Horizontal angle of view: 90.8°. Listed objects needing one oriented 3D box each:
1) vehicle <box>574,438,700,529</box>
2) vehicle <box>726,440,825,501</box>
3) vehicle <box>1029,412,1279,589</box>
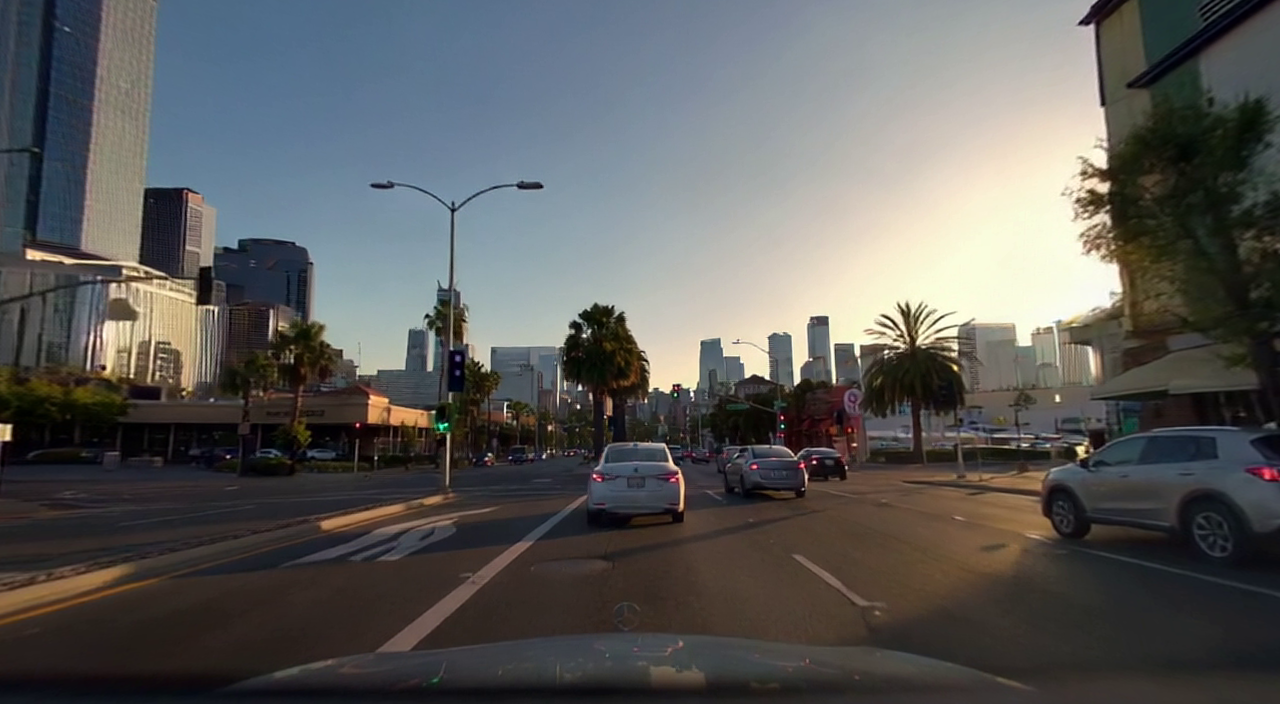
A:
[{"bbox_3d":[-0.091,2.492,12.569,2.110,1.487,3.873,0,-8,-1],"label":"vehicle"},{"bbox_3d":[3.770,3.361,18.366,1.892,1.532,4.177,0,-8,-1],"label":"vehicle"},{"bbox_3d":[7.056,1.658,7.680,1.940,1.674,4.085,0,-8,-1],"label":"vehicle"}]
